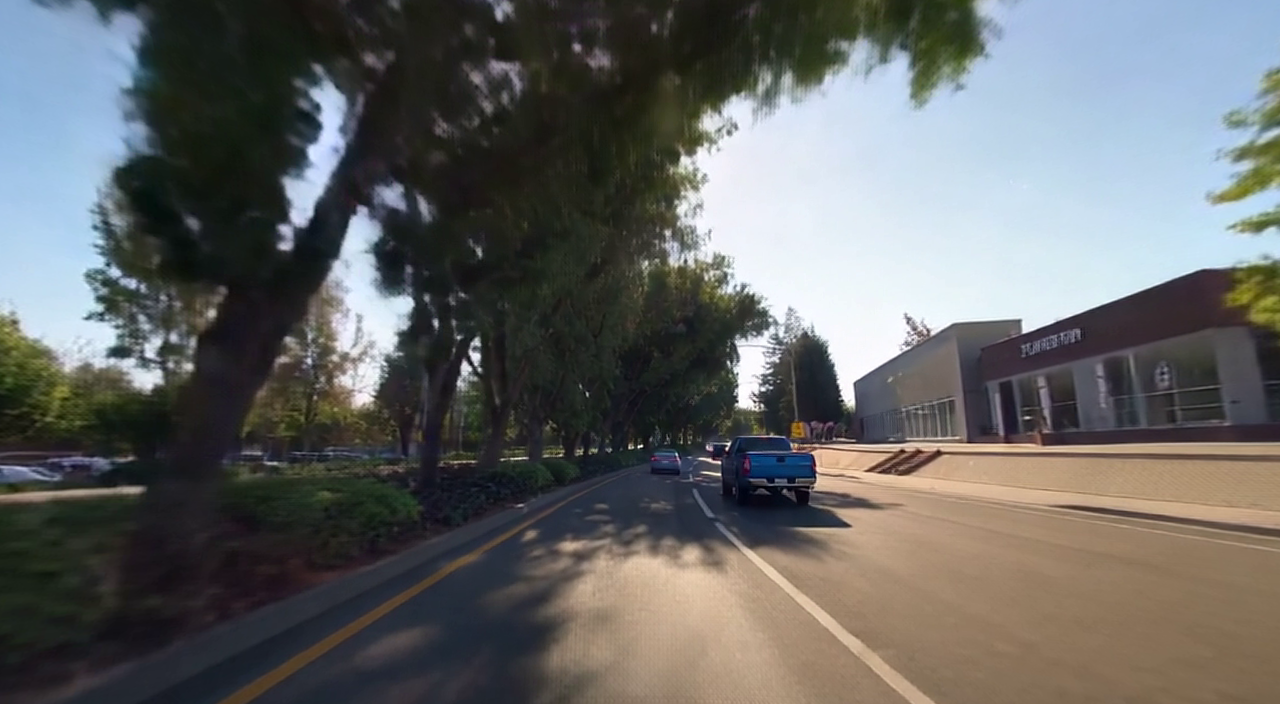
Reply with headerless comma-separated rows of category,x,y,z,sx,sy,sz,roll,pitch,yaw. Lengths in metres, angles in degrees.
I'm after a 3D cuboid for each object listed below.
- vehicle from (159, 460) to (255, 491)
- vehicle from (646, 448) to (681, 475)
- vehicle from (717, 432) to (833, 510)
vehicle,-24.008,6.835,35.150,1.890,1.519,4.431,0,-9,6
vehicle,1.491,6.567,38.116,1.968,1.521,4.262,0,-8,4
vehicle,3.738,3.408,18.716,2.367,1.919,5.651,0,-8,2
